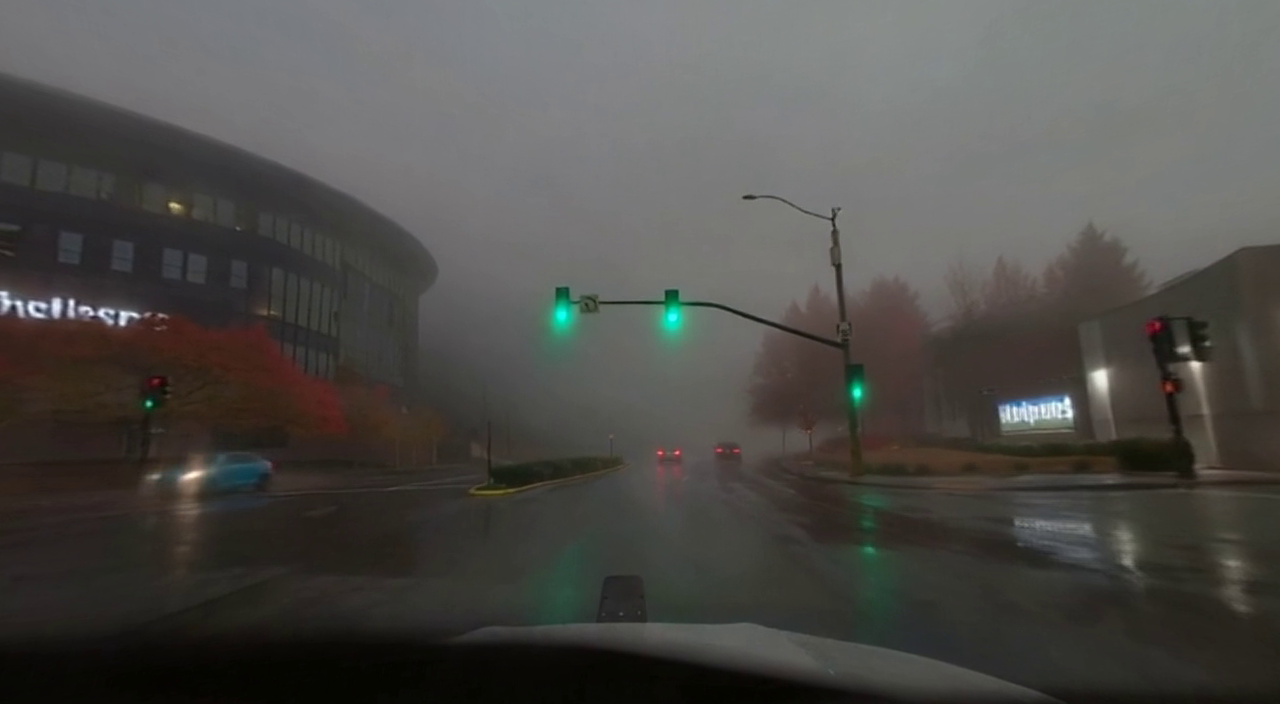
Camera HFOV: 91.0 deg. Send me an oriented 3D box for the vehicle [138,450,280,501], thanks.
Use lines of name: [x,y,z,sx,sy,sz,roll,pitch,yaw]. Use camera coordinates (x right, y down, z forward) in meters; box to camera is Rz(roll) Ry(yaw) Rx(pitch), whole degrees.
vehicle: [-14.993,4.278,22.250,1.904,1.582,4.111,0,-9,3]

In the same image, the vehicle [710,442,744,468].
vehicle: [6.245,7.416,45.566,2.174,1.749,4.739,0,-9,5]

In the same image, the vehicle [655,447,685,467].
vehicle: [2.412,8.176,49.246,2.014,1.525,4.197,-1,-9,7]
